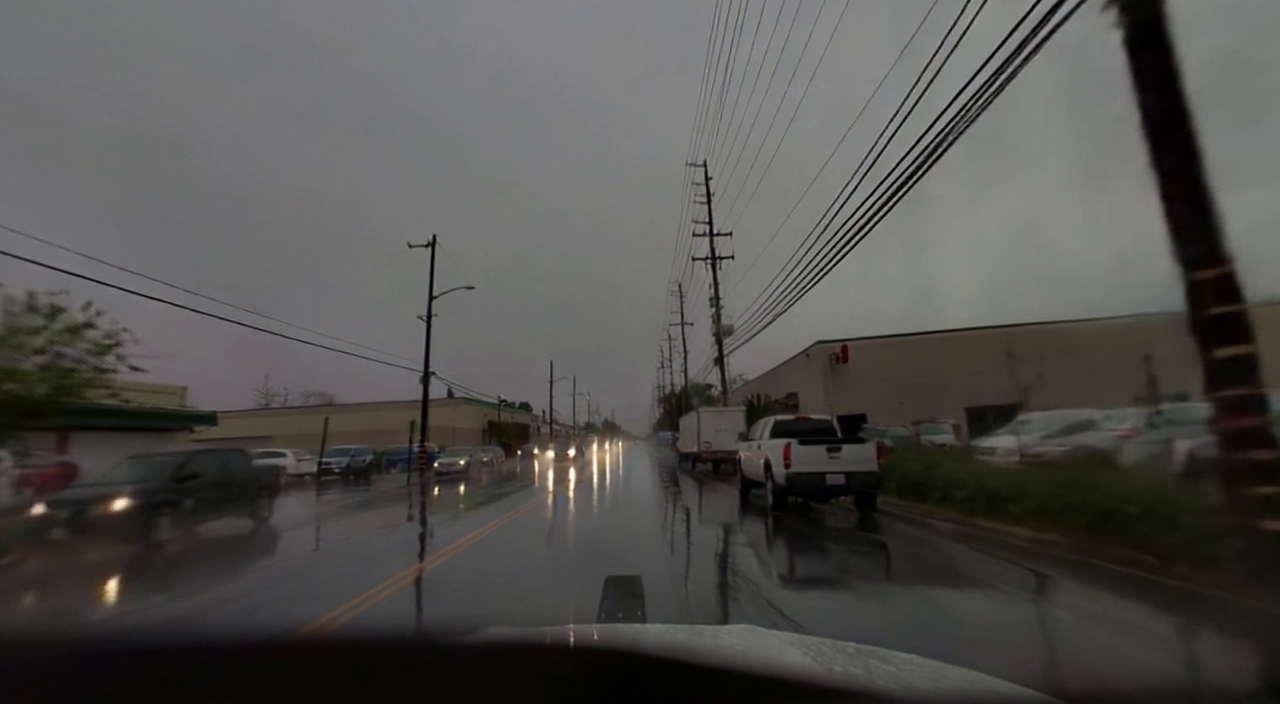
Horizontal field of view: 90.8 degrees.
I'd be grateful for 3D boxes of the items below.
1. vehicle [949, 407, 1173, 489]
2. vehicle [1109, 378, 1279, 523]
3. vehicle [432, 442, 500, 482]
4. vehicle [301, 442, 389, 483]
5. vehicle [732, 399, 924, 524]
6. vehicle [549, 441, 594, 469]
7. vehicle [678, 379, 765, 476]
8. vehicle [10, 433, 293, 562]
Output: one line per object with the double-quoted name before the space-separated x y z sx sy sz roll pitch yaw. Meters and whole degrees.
"vehicle" 9.104 2.164 14.239 1.851 1.541 4.336 0 -9 -3
"vehicle" 9.275 1.320 8.699 1.985 1.858 4.831 -2 -8 2
"vehicle" -8.337 5.285 30.667 1.954 1.622 4.761 -5 -9 -1
"vehicle" -14.550 5.461 31.490 2.001 1.838 4.855 0 -9 0
"vehicle" 3.522 2.272 13.490 2.249 2.026 6.211 0 -9 1
"vehicle" -4.013 6.126 37.648 2.020 1.528 4.258 -2 -9 2
"vehicle" 3.459 3.599 29.106 2.874 3.757 8.612 0 -9 0
"vehicle" -8.384 2.479 11.495 1.921 1.750 4.208 -4 -9 -2
